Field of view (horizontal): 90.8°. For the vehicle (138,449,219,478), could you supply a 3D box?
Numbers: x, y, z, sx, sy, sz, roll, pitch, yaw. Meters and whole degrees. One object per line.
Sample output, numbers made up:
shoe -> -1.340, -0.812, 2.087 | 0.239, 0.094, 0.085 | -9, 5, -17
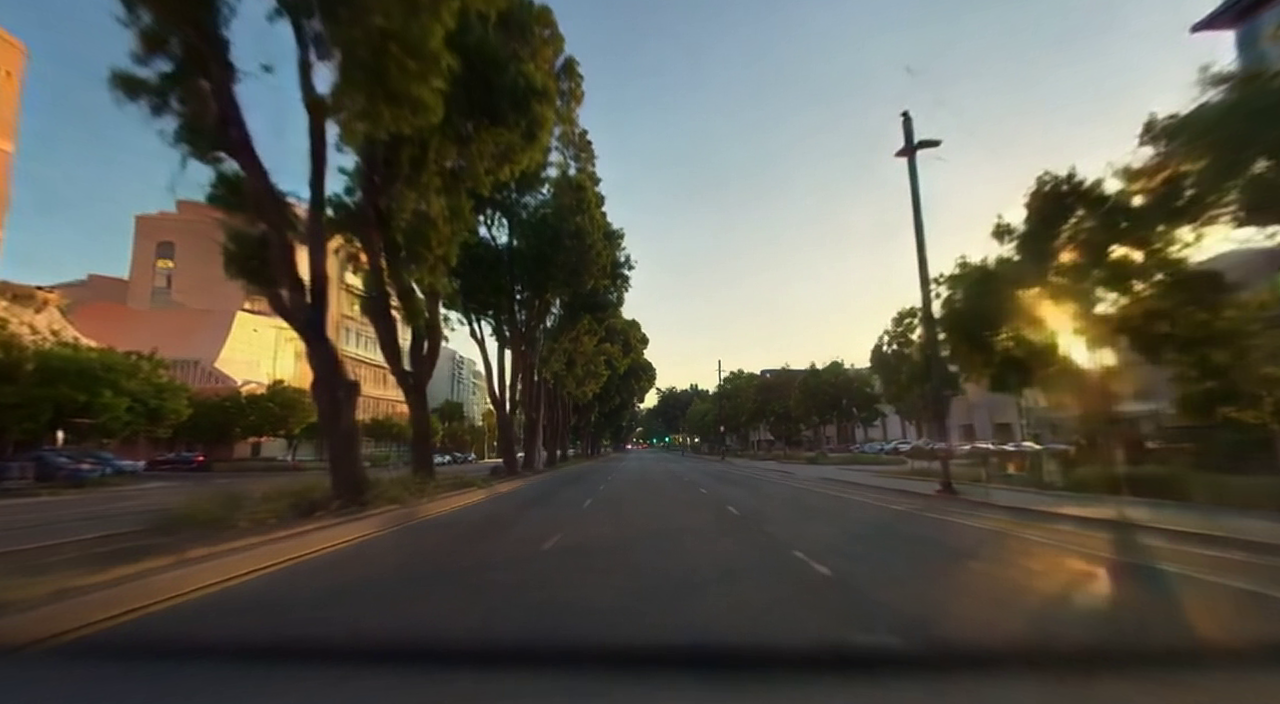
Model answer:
vehicle -> -34.551, 8.383, 47.492 | 2.230, 1.962, 5.115 | -1, -10, 0

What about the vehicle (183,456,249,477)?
vehicle -> -31.824, 8.591, 47.550 | 1.947, 1.444, 4.313 | -1, -10, 0

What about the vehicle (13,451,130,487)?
vehicle -> -31.841, 6.544, 35.624 | 2.034, 1.818, 4.855 | 0, -8, 1
